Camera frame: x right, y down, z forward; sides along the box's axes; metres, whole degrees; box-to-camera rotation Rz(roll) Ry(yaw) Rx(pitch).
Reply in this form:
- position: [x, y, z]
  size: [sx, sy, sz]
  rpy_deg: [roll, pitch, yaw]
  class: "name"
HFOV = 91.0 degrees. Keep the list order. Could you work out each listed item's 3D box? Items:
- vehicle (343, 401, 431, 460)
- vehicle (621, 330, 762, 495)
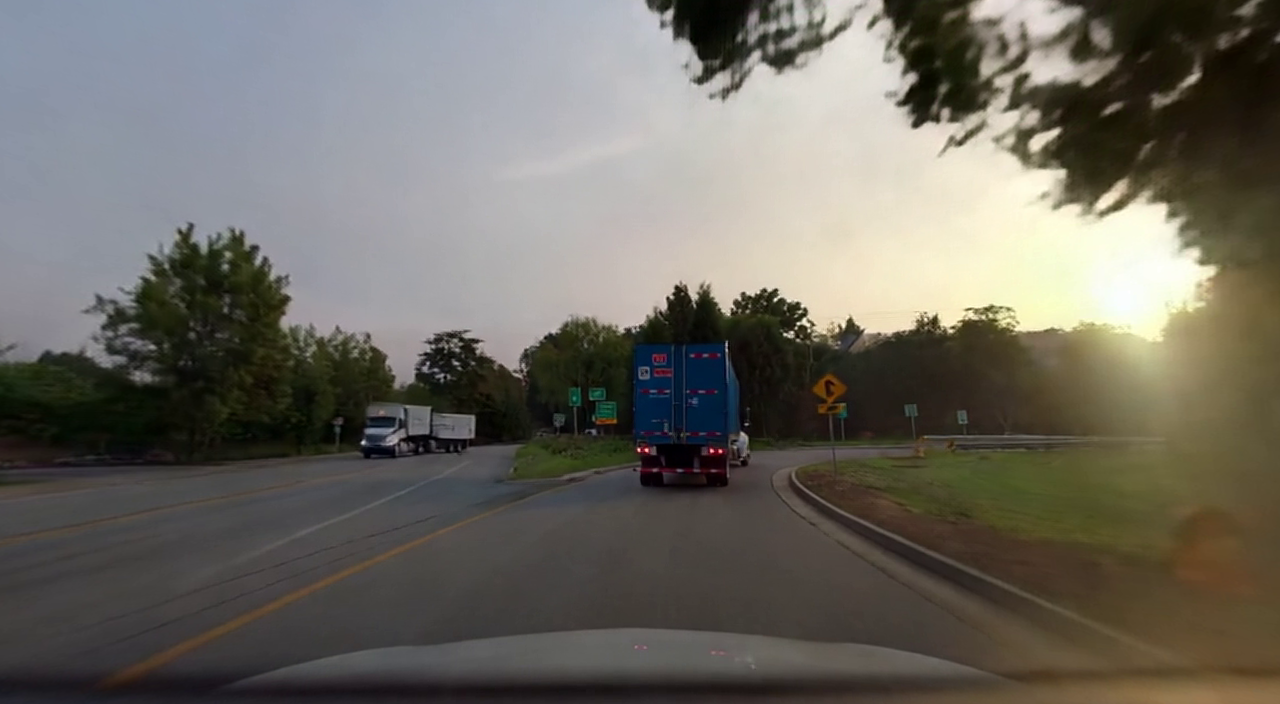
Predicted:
- position: [-17.002, 5.392, 42.876]
  size: [3.008, 3.708, 6.125]
  rpy_deg: [-1, -8, 5]
  class: "vehicle"
- position: [1.983, 1.984, 18.762]
  size: [2.937, 3.647, 9.344]
  rpy_deg: [-2, -8, 12]
  class: "vehicle"
